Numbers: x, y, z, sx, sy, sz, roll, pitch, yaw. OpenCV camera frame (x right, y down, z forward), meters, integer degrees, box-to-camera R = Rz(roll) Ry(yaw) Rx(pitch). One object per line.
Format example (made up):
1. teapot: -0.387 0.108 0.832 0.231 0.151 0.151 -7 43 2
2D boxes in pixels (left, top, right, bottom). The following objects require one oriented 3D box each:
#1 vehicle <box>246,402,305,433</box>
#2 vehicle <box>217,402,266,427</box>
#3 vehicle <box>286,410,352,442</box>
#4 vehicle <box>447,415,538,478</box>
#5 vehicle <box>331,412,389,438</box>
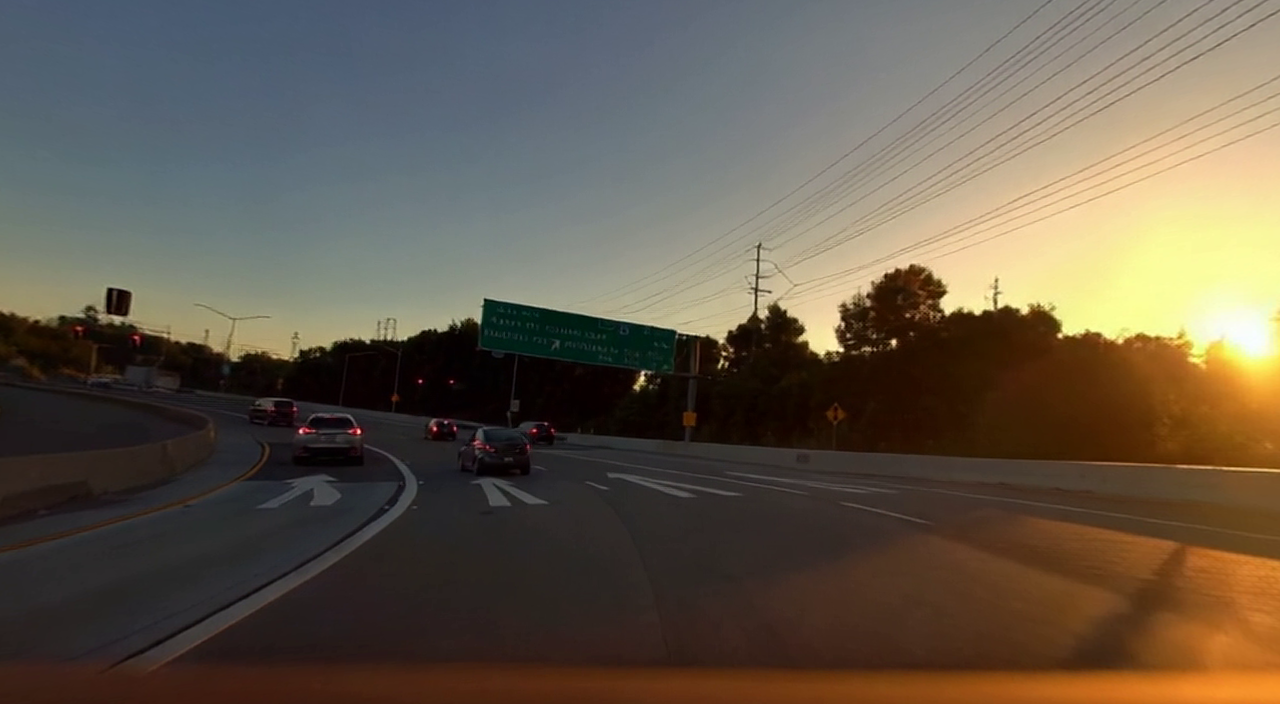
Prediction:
1. vehicle: -22.539 4.090 38.947 2.076 1.747 4.285 8 -11 -43
2. vehicle: -27.757 4.405 43.911 4.459 1.486 1.763 -8 -12 44
3. vehicle: -16.670 3.905 32.602 2.033 1.501 4.623 7 -11 -38
4. vehicle: -4.703 2.928 19.656 2.140 1.724 4.304 3 -9 -21
5. vehicle: -17.864 4.680 40.078 4.364 1.473 1.832 -8 -12 44
